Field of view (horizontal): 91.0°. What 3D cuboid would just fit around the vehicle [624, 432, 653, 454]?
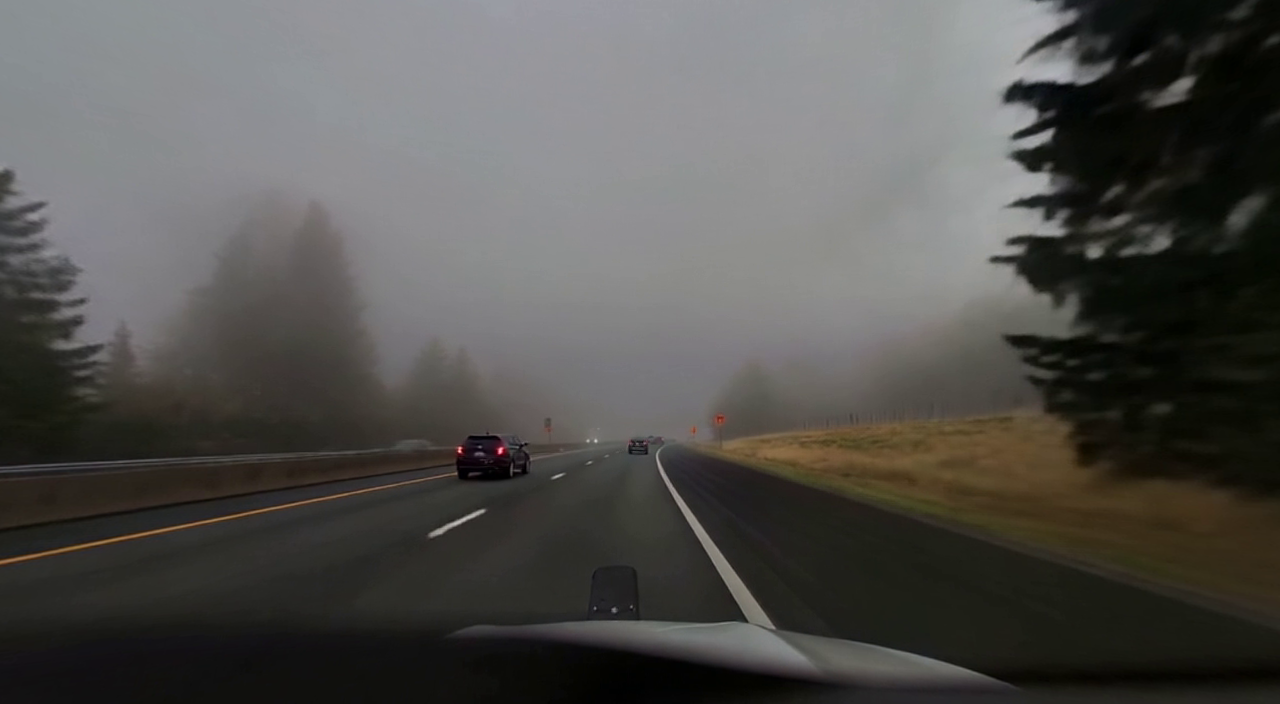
[{"bbox_3d":[-0.108,7.029,48.553,2.146,1.636,4.026,0,-8,-1],"label":"vehicle"}]

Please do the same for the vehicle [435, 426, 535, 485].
[{"bbox_3d":[-4.795,3.264,20.206,2.075,1.653,4.317,0,-8,0],"label":"vehicle"}]

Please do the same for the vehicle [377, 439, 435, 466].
[{"bbox_3d":[-13.415,5.756,36.364,1.843,1.442,3.840,-1,-8,1],"label":"vehicle"}]
